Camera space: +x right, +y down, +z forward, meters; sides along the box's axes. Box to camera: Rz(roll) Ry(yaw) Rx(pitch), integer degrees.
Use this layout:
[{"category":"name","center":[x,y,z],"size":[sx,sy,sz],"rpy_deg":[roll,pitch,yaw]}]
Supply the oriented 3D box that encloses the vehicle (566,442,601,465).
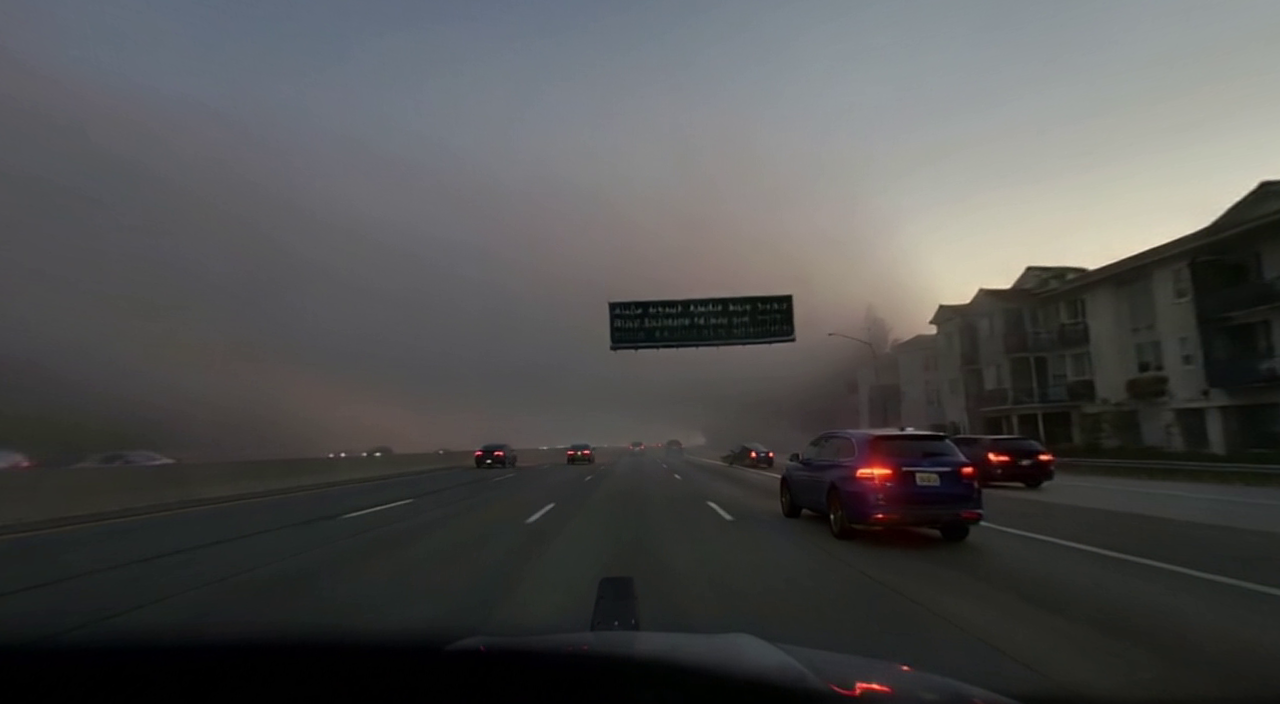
[{"category":"vehicle","center":[-3.818,6.925,43.181],"size":[2.002,1.466,4.378],"rpy_deg":[0,-9,0]}]

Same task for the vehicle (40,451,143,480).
[{"category":"vehicle","center":[-30.582,6.318,35.417],"size":[1.787,1.427,4.405],"rpy_deg":[0,-9,0]}]

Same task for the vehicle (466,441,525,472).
[{"category":"vehicle","center":[-7.560,5.491,33.482],"size":[2.021,1.496,4.495],"rpy_deg":[0,-9,1]}]

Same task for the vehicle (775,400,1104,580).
[{"category":"vehicle","center":[3.332,1.632,8.236],"size":[2.080,1.694,4.286],"rpy_deg":[0,-9,-1]}]

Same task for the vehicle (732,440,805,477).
[{"category":"vehicle","center":[5.412,4.543,27.252],"size":[2.061,1.459,4.273],"rpy_deg":[0,-9,-3]}]
